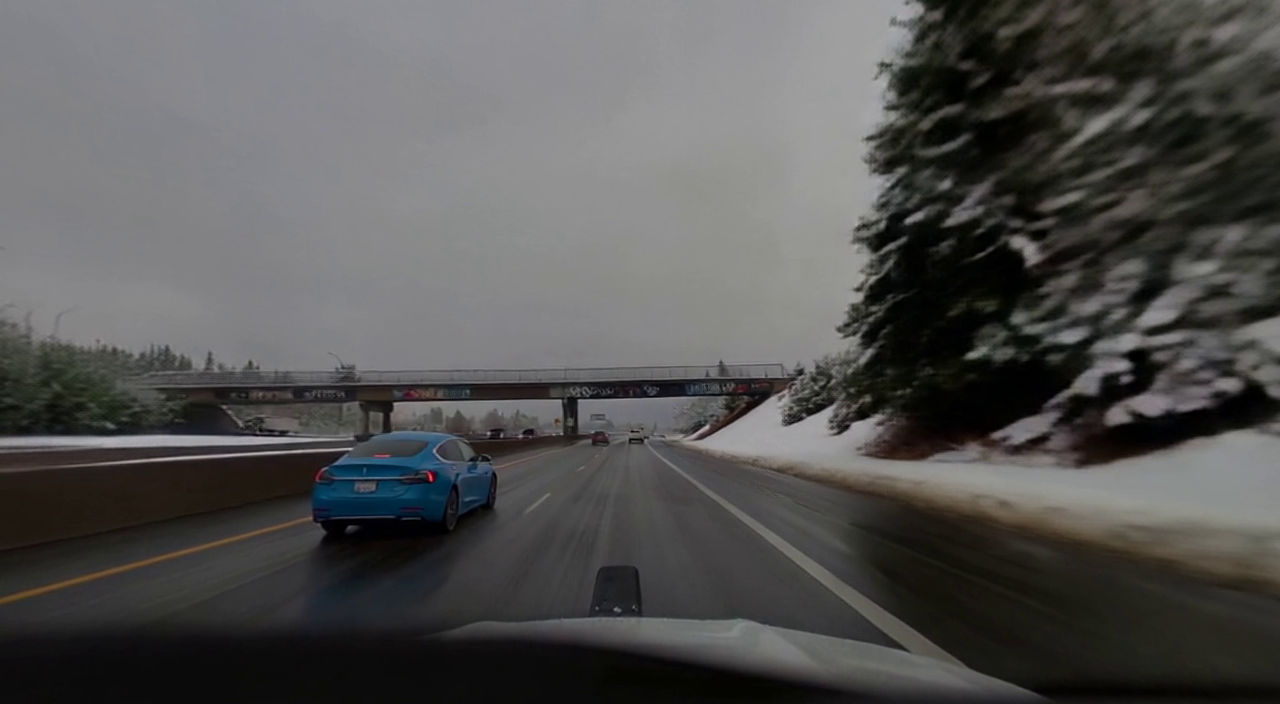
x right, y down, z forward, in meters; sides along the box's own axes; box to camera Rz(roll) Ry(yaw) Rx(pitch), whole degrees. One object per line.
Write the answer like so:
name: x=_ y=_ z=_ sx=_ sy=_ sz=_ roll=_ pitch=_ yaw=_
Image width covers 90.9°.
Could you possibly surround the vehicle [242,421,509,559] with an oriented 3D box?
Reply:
vehicle: x=-3.505 y=1.899 z=9.552 sx=2.108 sy=1.555 sz=4.574 roll=0 pitch=-8 yaw=-1
